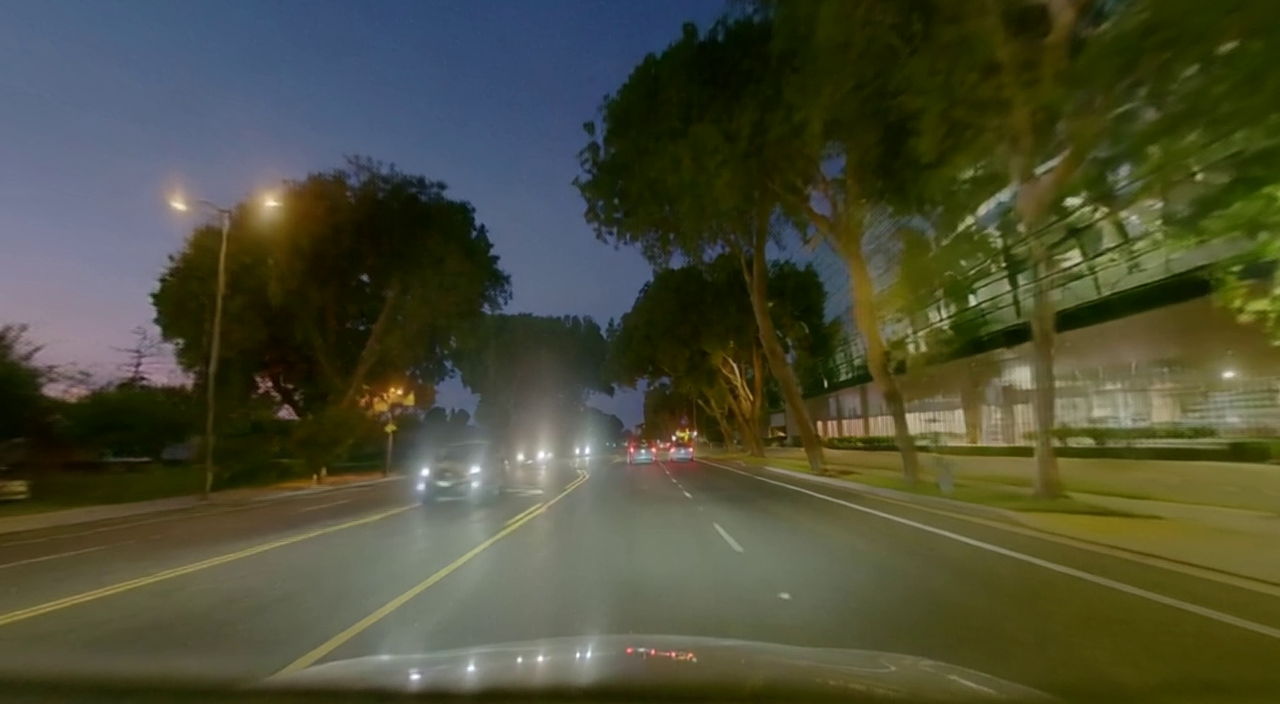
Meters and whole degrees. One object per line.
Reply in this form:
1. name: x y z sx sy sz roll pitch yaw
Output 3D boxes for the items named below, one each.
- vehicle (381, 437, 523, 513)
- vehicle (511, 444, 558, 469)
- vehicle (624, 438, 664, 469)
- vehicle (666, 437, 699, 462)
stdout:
1. vehicle: -4.188 2.787 14.904 2.014 1.487 4.591 0 -8 -1
2. vehicle: -6.487 6.475 39.384 2.081 1.477 4.760 0 -8 1
3. vehicle: 0.208 5.654 35.270 2.109 1.612 3.963 0 -8 0
4. vehicle: 3.167 7.417 47.941 2.189 1.766 4.495 0 -8 -1
